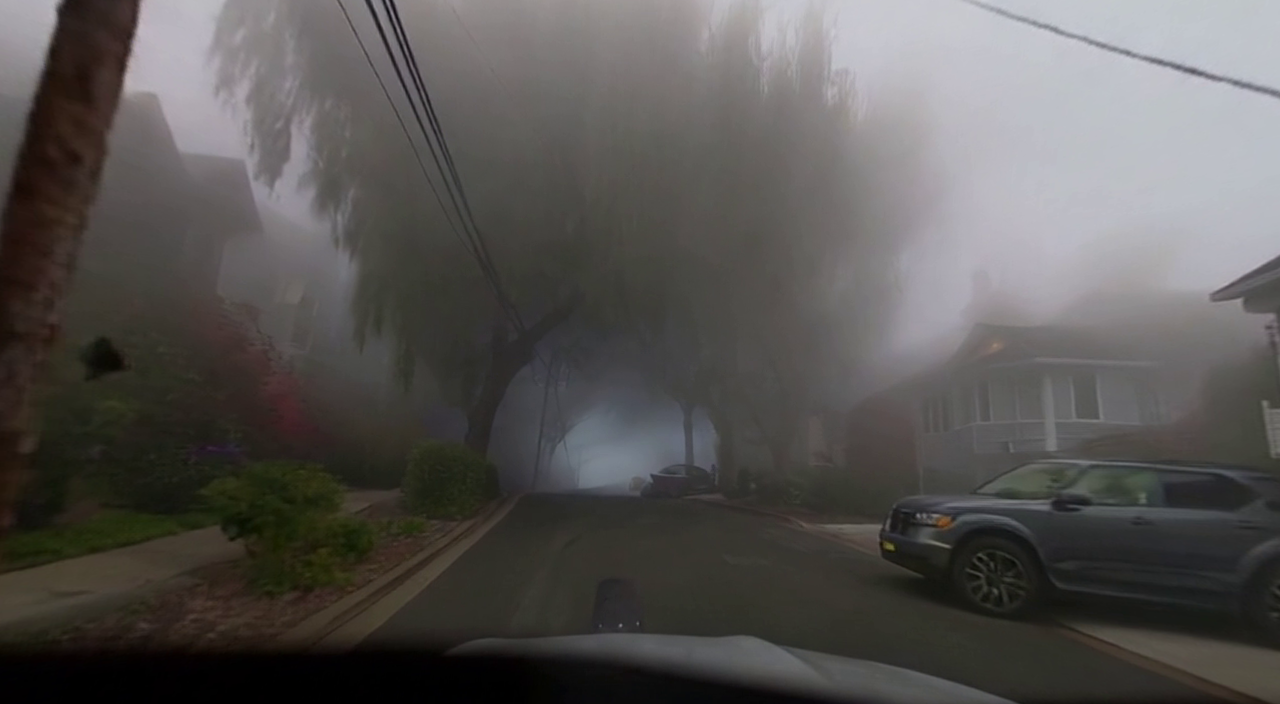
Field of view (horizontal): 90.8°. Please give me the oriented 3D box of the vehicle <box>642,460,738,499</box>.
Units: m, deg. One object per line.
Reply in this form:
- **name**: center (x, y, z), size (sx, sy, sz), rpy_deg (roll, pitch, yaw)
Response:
- **vehicle**: center (2.445, 6.320, 31.547), size (4.413, 1.728, 1.869), rpy_deg (1, -8, -9)

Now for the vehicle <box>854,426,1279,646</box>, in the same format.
- **vehicle**: center (5.034, 1.958, 7.032), size (4.501, 1.678, 2.078), rpy_deg (7, -9, -1)
